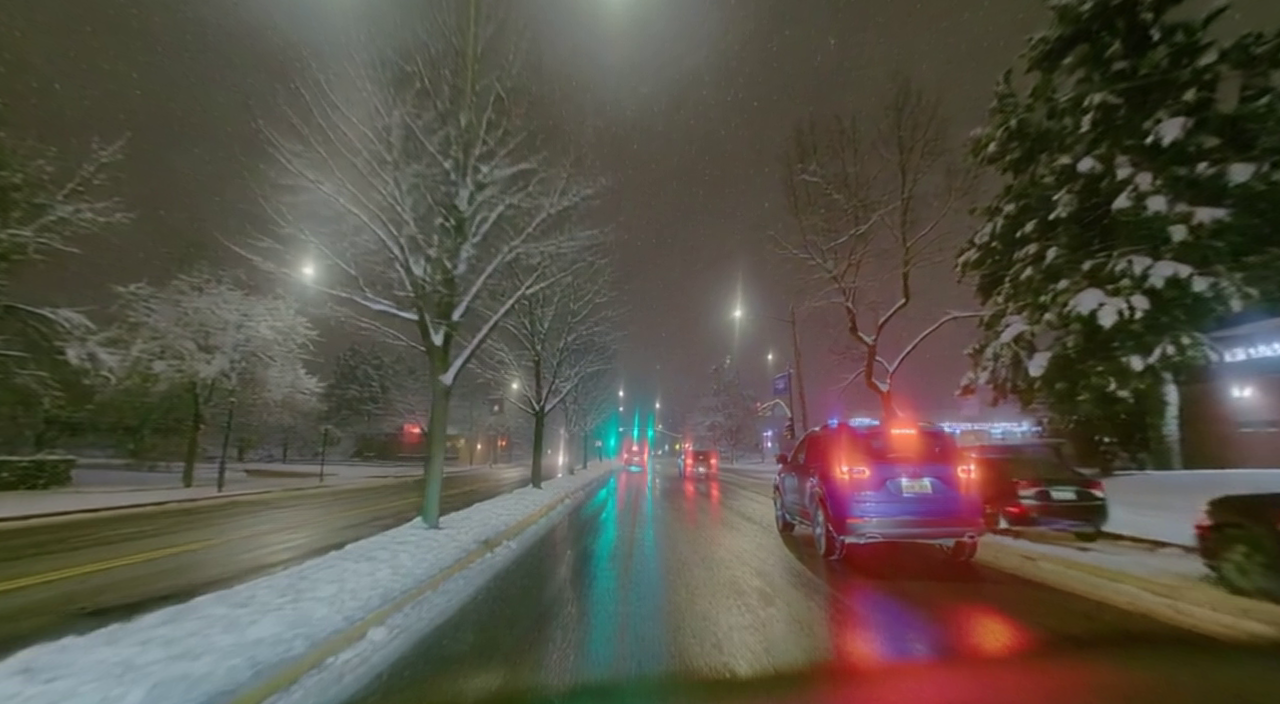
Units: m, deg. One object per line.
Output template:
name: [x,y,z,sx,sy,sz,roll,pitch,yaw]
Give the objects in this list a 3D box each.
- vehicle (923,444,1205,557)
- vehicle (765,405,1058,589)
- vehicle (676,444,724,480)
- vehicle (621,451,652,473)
vehicle: [7.225,2.525,11.506,1.901,1.620,4.565,0,-9,-1]
vehicle: [3.222,1.827,8.708,2.033,1.865,4.360,0,-9,-1]
vehicle: [3.206,6.030,34.844,2.085,1.828,5.383,0,-9,0]
vehicle: [-0.234,7.731,44.566,2.131,1.474,4.146,0,-9,0]
